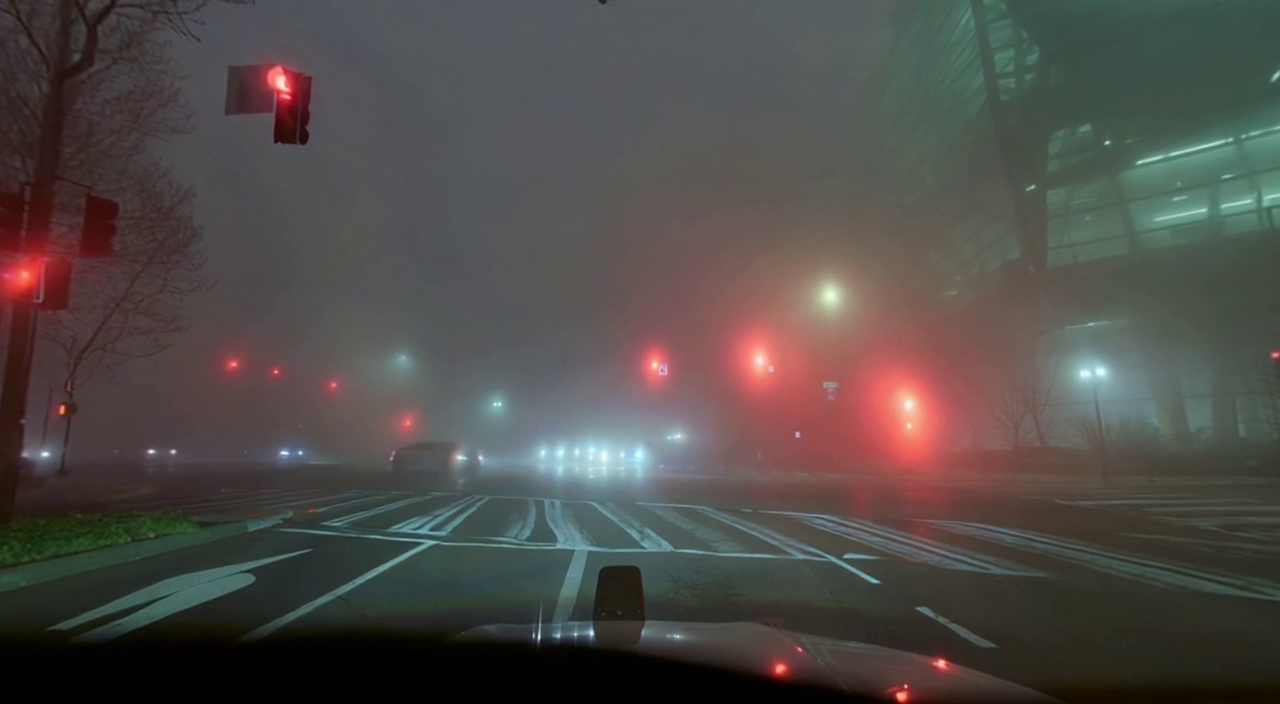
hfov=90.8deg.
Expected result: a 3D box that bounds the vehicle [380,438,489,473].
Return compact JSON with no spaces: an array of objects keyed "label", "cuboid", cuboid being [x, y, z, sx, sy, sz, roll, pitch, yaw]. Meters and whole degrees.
[{"label":"vehicle","cuboid":[-9.907,4.943,30.335,5.408,1.505,2.091,-6,-10,35]}]

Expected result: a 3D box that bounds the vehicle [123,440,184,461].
[{"label":"vehicle","cuboid":[-35.718,7.246,46.320,4.380,1.455,1.869,-5,-10,29]}]

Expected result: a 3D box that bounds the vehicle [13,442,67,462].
[{"label":"vehicle","cuboid":[-43.864,7.280,46.136,4.323,1.390,1.953,-6,-10,35]}]
